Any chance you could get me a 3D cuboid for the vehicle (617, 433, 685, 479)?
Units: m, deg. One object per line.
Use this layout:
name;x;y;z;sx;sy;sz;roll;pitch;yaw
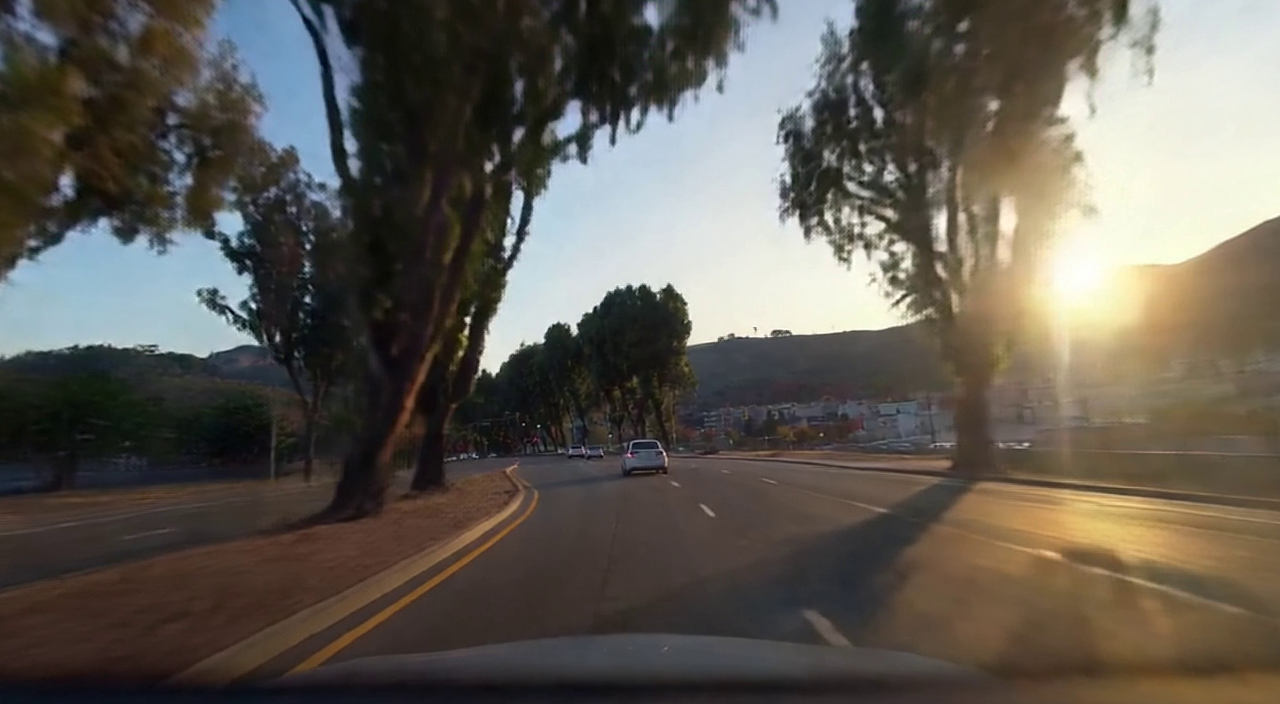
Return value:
vehicle;0.359;4.376;26.730;2.253;1.756;4.313;1;-8;-7
